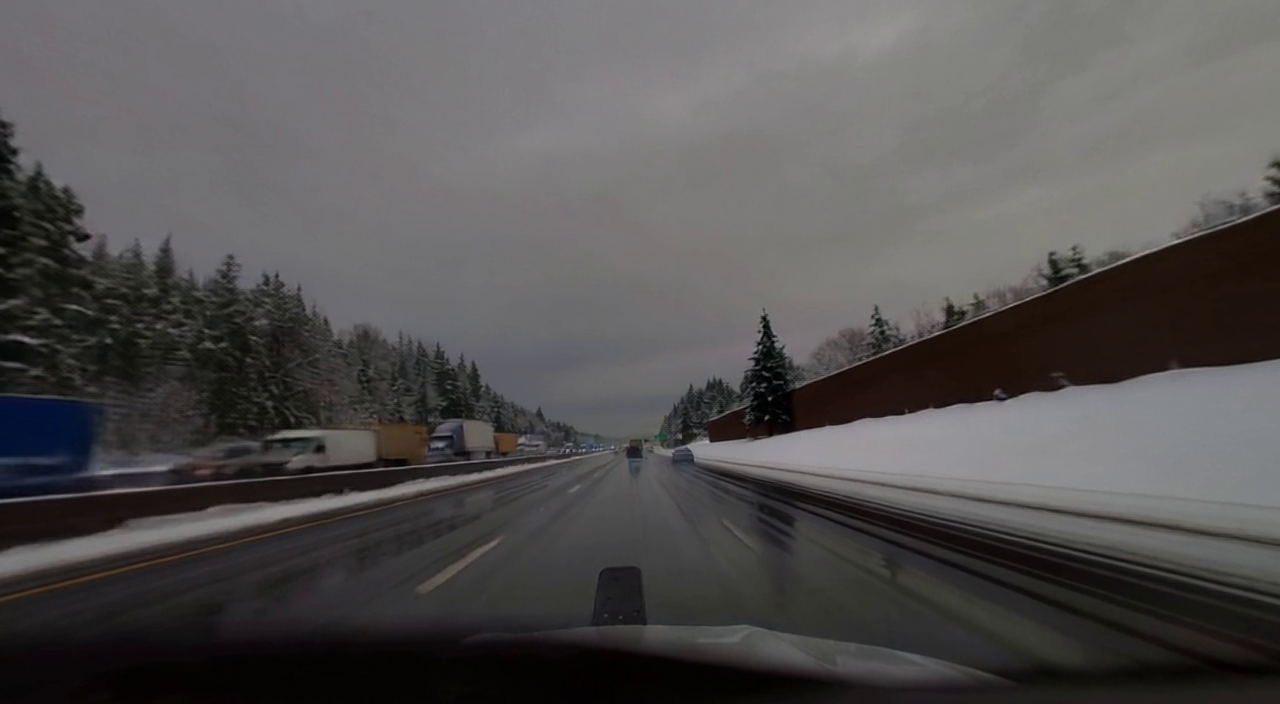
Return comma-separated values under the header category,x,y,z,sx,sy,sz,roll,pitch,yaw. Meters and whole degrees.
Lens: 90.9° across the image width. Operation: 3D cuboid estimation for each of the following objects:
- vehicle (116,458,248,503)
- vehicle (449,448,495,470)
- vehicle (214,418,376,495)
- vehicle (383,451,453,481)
category,x,y,z,sx,sy,sz,roll,pitch,yaw
vehicle,-16.268,4.561,22.664,1.720,1.411,3.954,0,-9,1
vehicle,-12.043,7.685,45.423,2.113,1.531,4.402,0,-9,0
vehicle,-11.529,3.569,21.722,2.341,2.308,5.443,0,-9,1
vehicle,-11.695,6.008,33.593,2.050,1.464,4.553,0,-9,0
